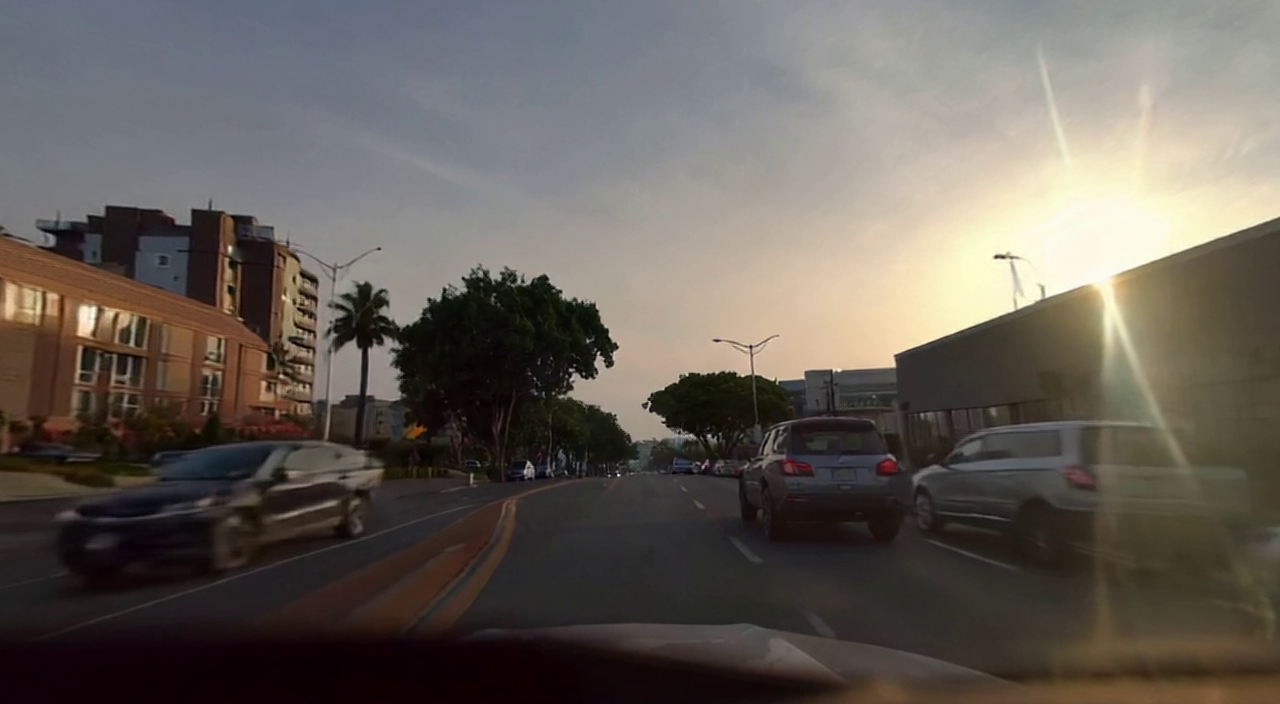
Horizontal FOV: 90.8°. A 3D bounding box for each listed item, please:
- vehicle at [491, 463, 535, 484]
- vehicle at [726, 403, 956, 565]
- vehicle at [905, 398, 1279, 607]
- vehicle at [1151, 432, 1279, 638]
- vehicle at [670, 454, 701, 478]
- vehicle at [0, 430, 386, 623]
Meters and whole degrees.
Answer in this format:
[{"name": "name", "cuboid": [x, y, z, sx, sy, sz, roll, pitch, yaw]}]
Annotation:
[{"name": "vehicle", "cuboid": [-9.197, 8.879, 46.295, 2.118, 1.305, 4.687, -2, -9, 2]}, {"name": "vehicle", "cuboid": [2.636, 1.855, 9.571, 1.995, 1.858, 4.333, 0, -9, 0]}, {"name": "vehicle", "cuboid": [5.694, 1.808, 8.563, 2.111, 2.007, 4.761, 0, -9, 0]}, {"name": "vehicle", "cuboid": [5.447, 1.012, 2.742, 2.166, 1.399, 5.177, 0, -8, 0]}, {"name": "vehicle", "cuboid": [3.325, 8.496, 47.156, 2.196, 1.655, 3.939, -1, -9, 3]}, {"name": "vehicle", "cuboid": [-5.162, 1.733, 7.442, 2.153, 1.469, 4.939, -1, -9, 2]}]
